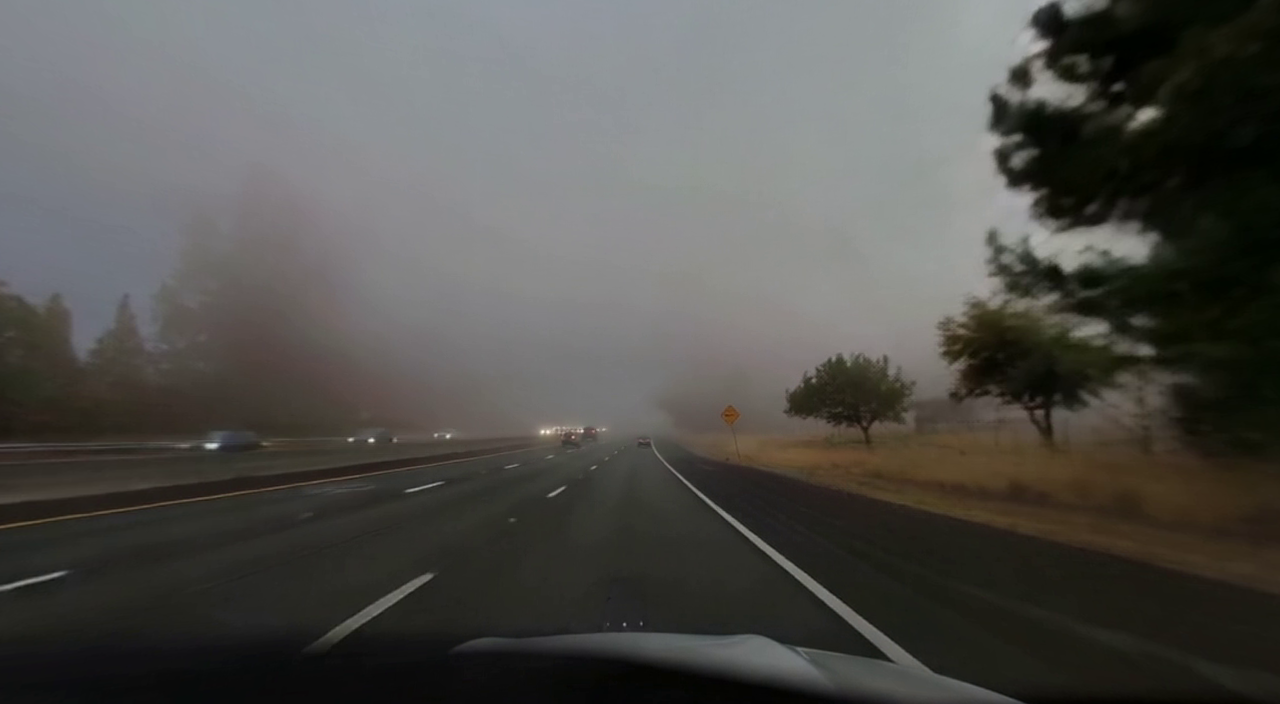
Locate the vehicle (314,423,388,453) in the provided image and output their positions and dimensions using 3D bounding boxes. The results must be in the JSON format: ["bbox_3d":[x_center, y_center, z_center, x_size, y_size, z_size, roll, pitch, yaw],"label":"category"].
[{"bbox_3d":[-17.483,5.261,38.444,2.195,1.737,4.738,0,-8,0],"label":"vehicle"}]

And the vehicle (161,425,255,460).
[{"bbox_3d":[-21.330,4.510,31.347,1.805,1.584,3.935,0,-8,0],"label":"vehicle"}]

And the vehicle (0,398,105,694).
[{"bbox_3d":[-4.451,0.762,1.549,2.071,1.556,4.729,0,-8,1],"label":"vehicle"}]
